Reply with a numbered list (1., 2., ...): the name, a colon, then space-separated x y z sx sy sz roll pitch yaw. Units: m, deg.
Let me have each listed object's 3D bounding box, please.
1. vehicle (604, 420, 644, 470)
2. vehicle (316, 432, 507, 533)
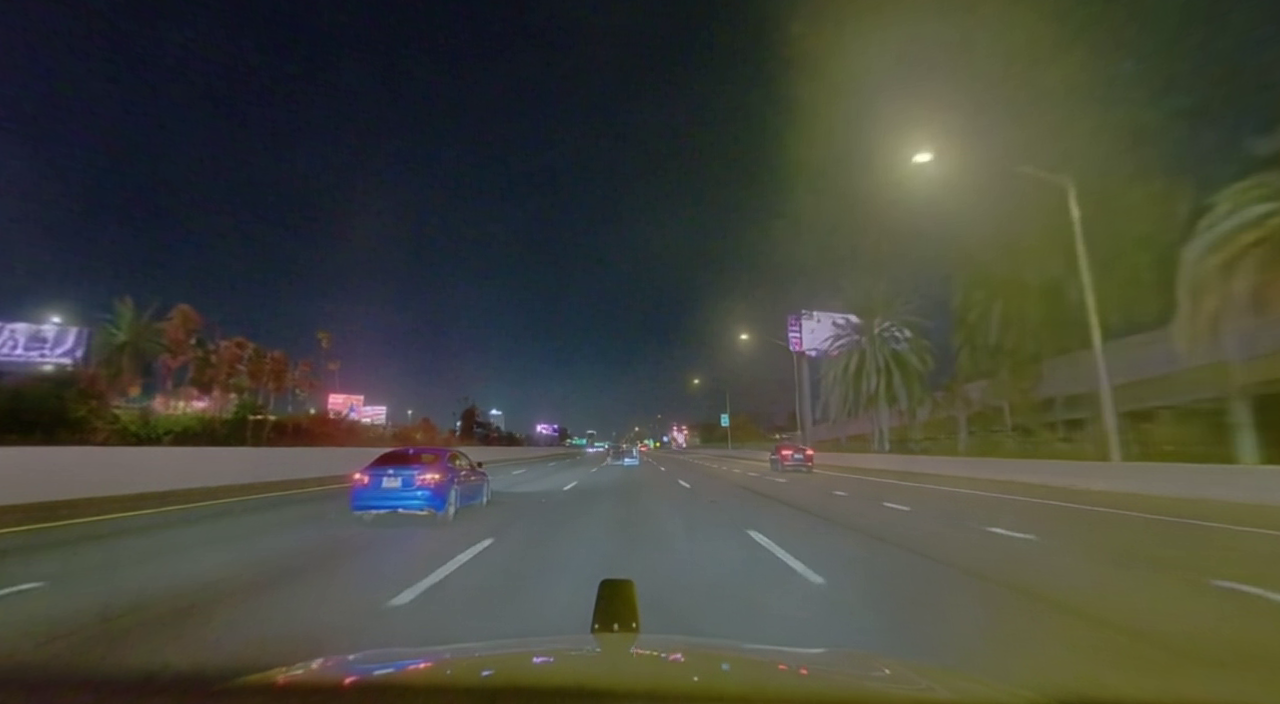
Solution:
1. vehicle: -1.033 5.958 40.432 2.364 2.953 6.495 0 -8 -2
2. vehicle: -4.179 2.457 12.598 2.021 1.598 4.887 0 -8 -1
